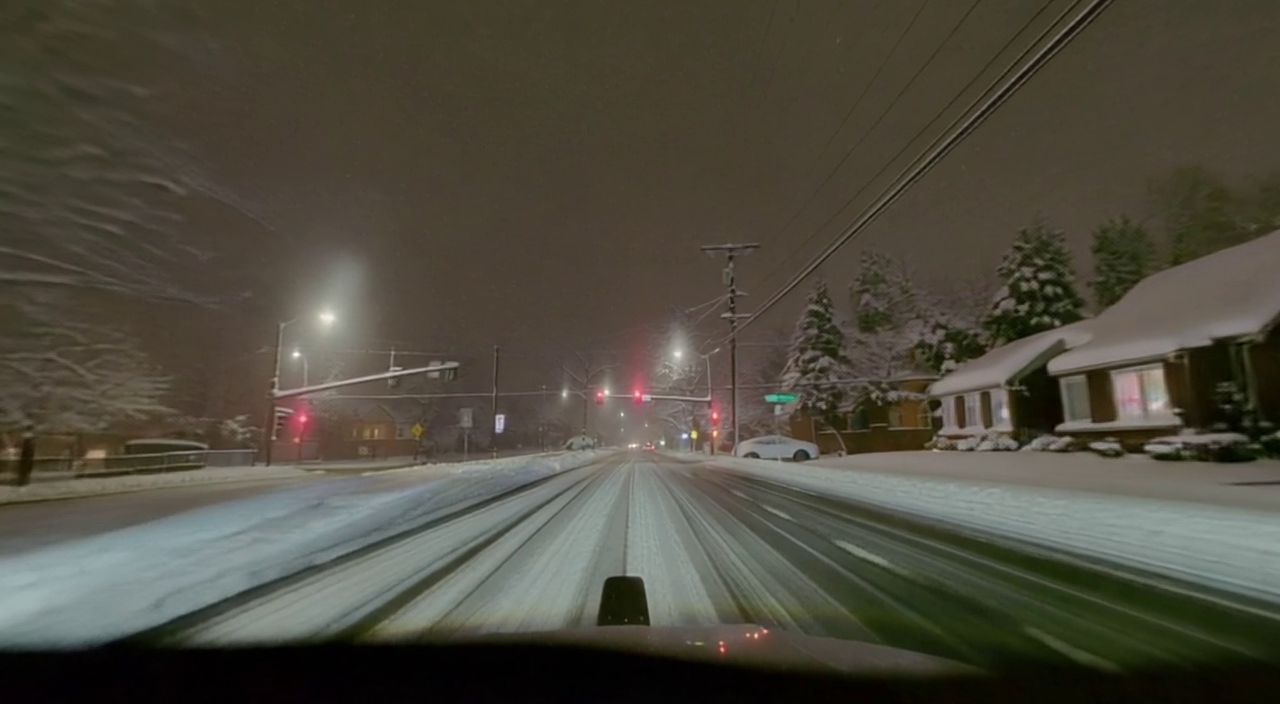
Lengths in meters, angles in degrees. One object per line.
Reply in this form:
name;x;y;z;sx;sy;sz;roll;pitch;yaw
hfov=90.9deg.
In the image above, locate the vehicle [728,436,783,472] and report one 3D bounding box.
vehicle;6.203;5.555;34.538;2.094;1.766;4.792;0;-9;0
